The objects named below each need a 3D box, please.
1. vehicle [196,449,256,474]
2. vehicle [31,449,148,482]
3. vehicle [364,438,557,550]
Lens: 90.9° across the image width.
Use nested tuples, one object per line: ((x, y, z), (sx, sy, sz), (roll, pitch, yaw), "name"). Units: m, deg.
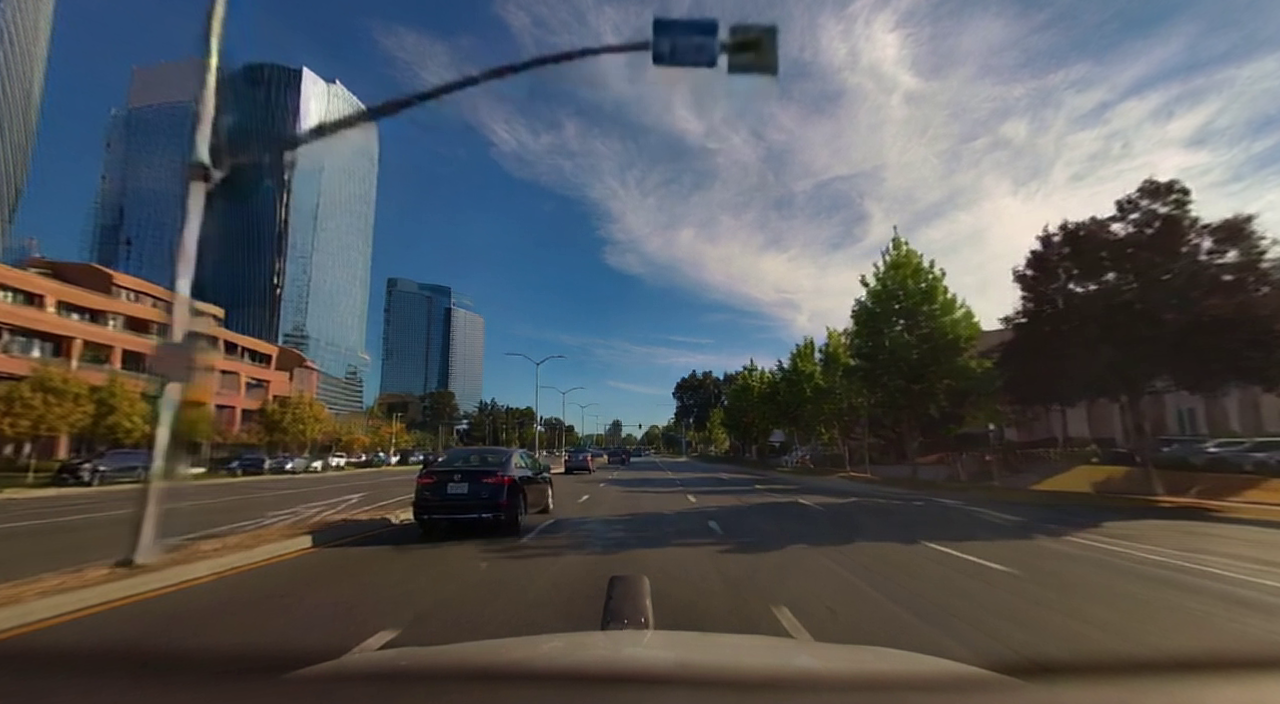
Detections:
((-27.667, 7.294, 42.331), (1.940, 1.531, 5.040), (2, -9, -17), "vehicle")
((-28.269, 5.812, 32.598), (1.857, 1.539, 4.760), (0, -8, -2), "vehicle")
((-2.869, 2.360, 11.288), (2.009, 1.489, 4.543), (-3, -8, 2), "vehicle")
